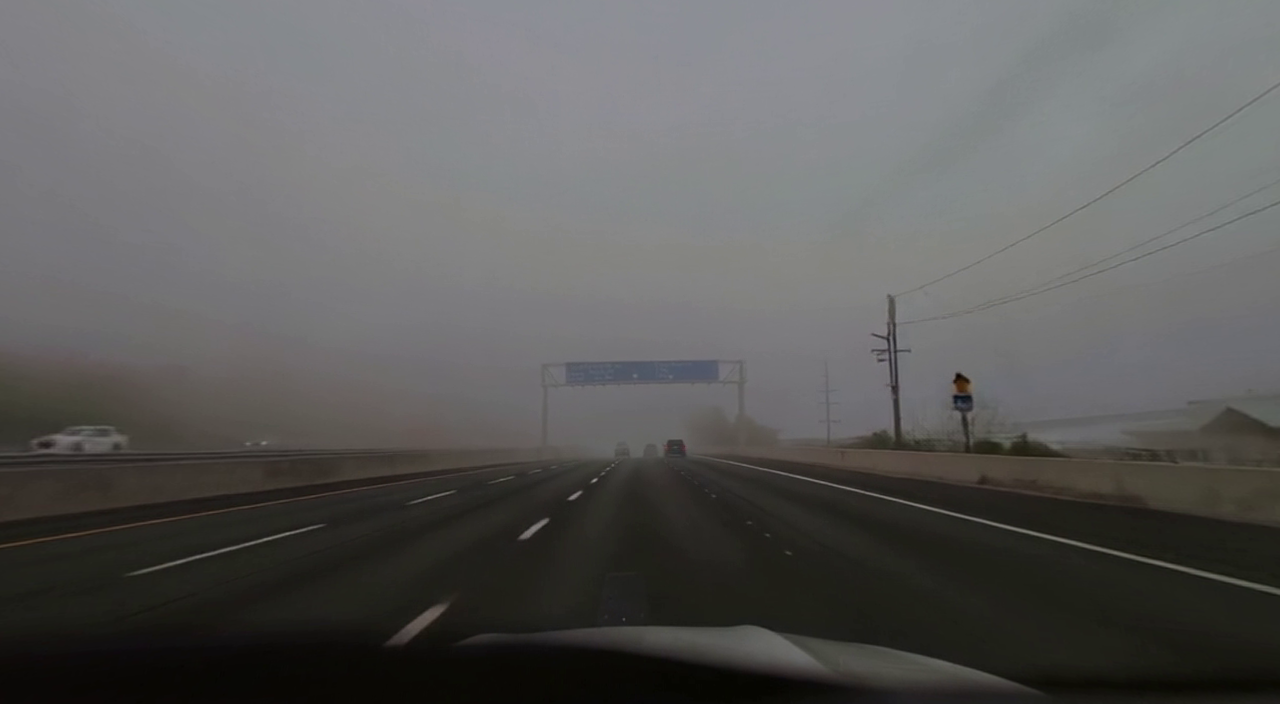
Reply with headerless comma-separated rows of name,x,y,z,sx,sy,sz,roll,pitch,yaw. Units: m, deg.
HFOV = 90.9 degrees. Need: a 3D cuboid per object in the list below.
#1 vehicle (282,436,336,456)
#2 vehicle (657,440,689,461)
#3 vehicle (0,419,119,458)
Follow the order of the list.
vehicle,-26.091,7.427,49.890,1.791,1.455,4.487,0,-8,1
vehicle,2.403,7.314,46.870,2.036,1.486,4.375,0,-8,-2
vehicle,-26.128,3.887,28.209,1.843,1.595,4.423,0,-8,0
